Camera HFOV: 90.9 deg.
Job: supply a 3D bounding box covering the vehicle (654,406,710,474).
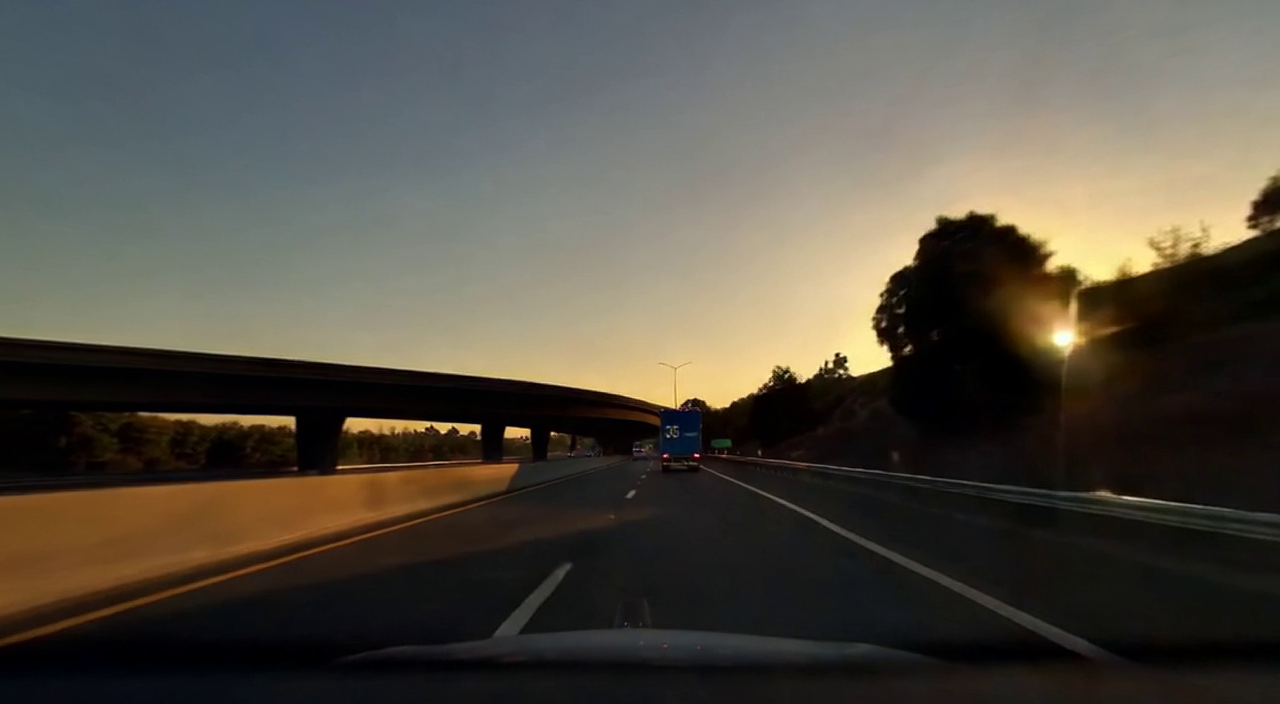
[{"bbox_3d":[2.458,5.676,40.165,3.107,3.718,10.231,0,-9,1],"label":"vehicle"}]
